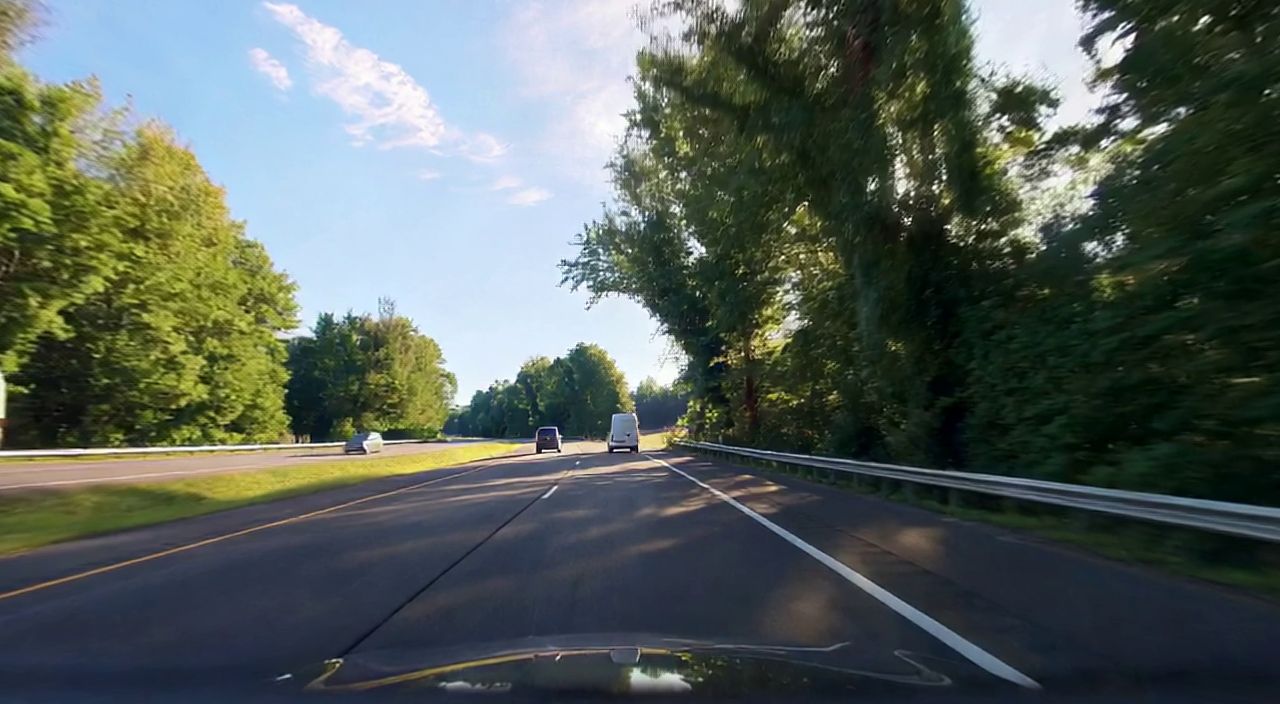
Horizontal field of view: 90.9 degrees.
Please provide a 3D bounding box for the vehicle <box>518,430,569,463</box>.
[{"bbox_3d":[-5.085,5.056,33.865,2.110,1.636,4.453,0,-8,-1],"label":"vehicle"}]

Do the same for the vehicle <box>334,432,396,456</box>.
[{"bbox_3d":[-17.169,5.759,39.627,2.035,1.439,4.343,0,-8,-1],"label":"vehicle"}]

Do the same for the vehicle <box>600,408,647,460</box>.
[{"bbox_3d":[-1.079,5.035,38.613,2.647,2.896,6.480,0,-8,-3],"label":"vehicle"}]
